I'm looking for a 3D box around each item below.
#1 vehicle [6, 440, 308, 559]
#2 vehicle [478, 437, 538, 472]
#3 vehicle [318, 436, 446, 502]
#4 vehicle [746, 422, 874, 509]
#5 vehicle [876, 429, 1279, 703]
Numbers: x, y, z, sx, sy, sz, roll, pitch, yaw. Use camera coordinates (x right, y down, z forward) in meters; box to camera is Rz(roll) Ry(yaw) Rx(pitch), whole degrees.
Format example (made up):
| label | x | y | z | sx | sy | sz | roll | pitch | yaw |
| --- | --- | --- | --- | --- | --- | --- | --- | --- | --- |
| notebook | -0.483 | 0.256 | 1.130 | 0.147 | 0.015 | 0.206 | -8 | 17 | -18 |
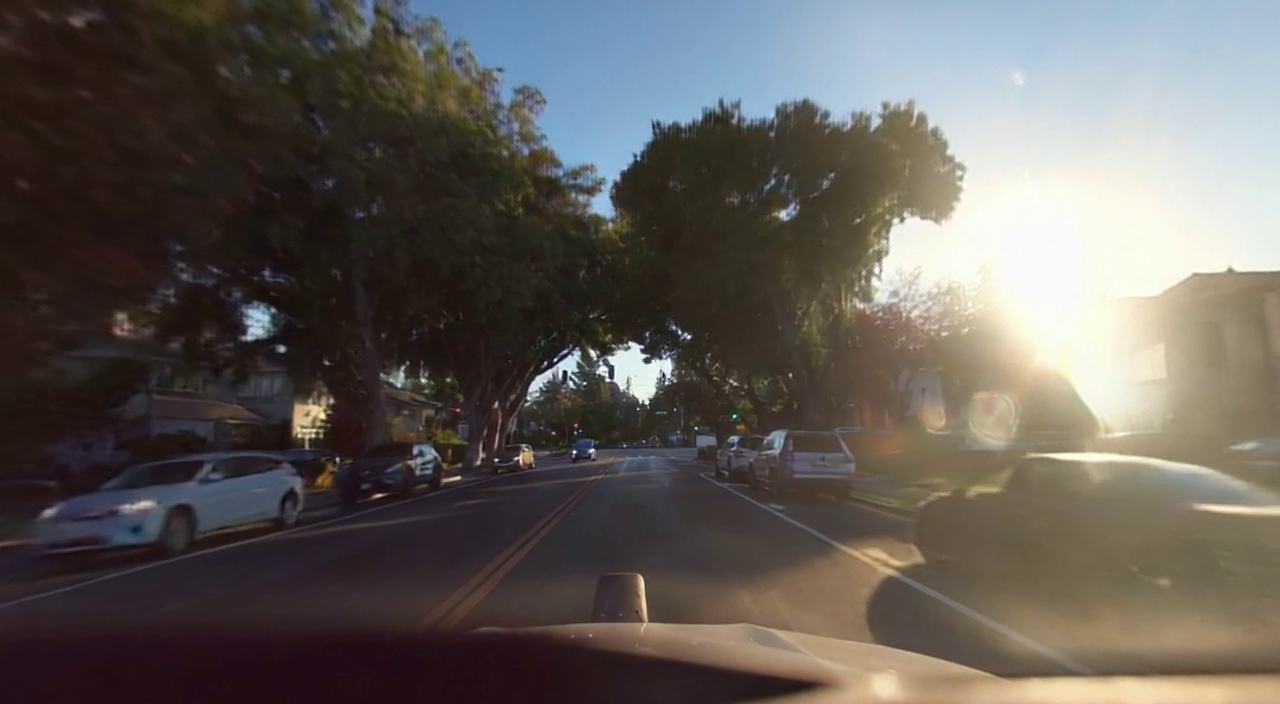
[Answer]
| label | x | y | z | sx | sy | sz | roll | pitch | yaw |
| --- | --- | --- | --- | --- | --- | --- | --- | --- | --- |
| vehicle | -7.458 | 2.254 | 10.308 | 1.976 | 1.554 | 3.654 | 0 | -9 | 0 |
| vehicle | -7.324 | 5.767 | 35.557 | 2.150 | 1.766 | 5.483 | 0 | -9 | 0 |
| vehicle | -7.519 | 3.428 | 18.937 | 1.994 | 1.718 | 4.518 | 0 | -9 | -1 |
| vehicle | 3.919 | 2.683 | 15.358 | 1.908 | 1.788 | 4.397 | 1 | -8 | 0 |
| vehicle | 3.938 | 1.432 | 5.429 | 2.036 | 1.405 | 4.312 | 0 | -9 | -2 |
